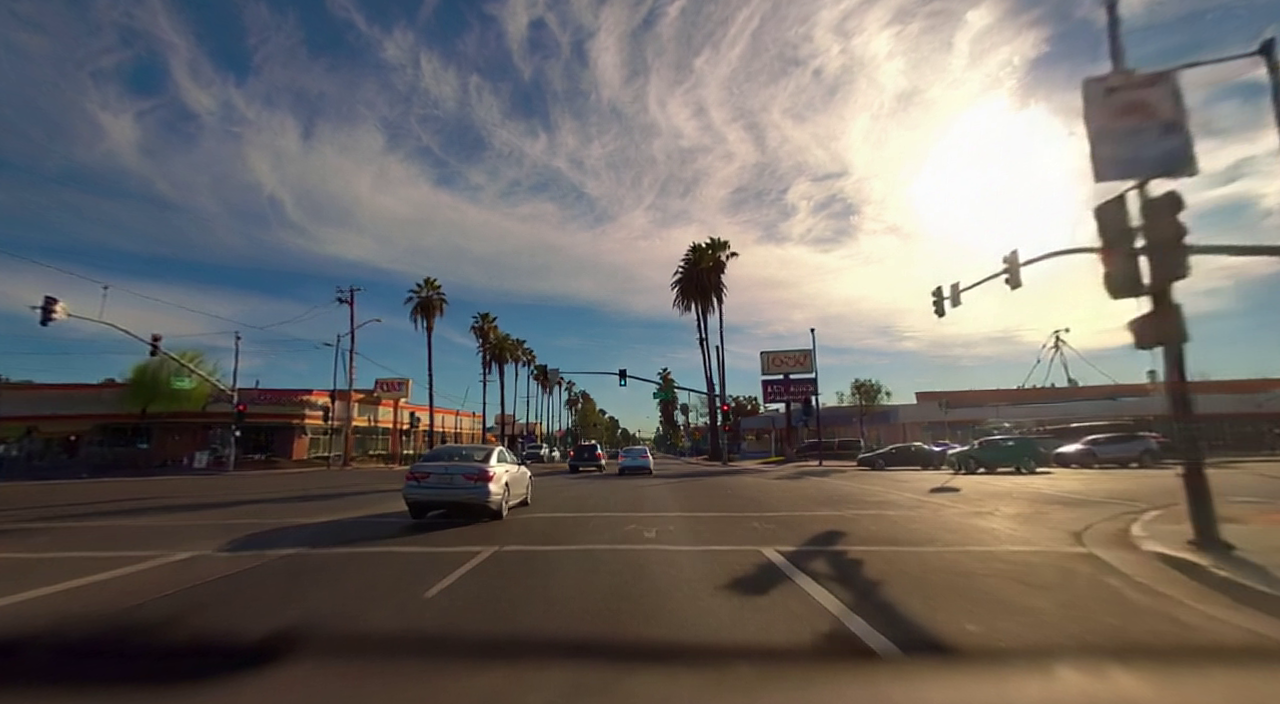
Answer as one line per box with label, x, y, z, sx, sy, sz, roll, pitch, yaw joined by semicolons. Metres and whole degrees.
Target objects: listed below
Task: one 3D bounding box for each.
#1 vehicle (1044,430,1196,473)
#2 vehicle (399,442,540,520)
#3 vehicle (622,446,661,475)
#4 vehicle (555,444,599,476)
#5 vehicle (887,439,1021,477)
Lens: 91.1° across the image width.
vehicle;20.347;4.232;26.791;4.699;1.716;2.108;0;-8;-1
vehicle;-3.693;2.851;14.544;1.904;1.513;4.410;-1;-8;2
vehicle;0.103;6.132;35.733;2.094;1.496;4.070;0;-8;0
vehicle;-3.429;5.964;34.920;1.979;1.634;3.957;0;-8;1
vehicle;13.179;4.476;26.596;4.532;1.504;2.087;0;-8;0
